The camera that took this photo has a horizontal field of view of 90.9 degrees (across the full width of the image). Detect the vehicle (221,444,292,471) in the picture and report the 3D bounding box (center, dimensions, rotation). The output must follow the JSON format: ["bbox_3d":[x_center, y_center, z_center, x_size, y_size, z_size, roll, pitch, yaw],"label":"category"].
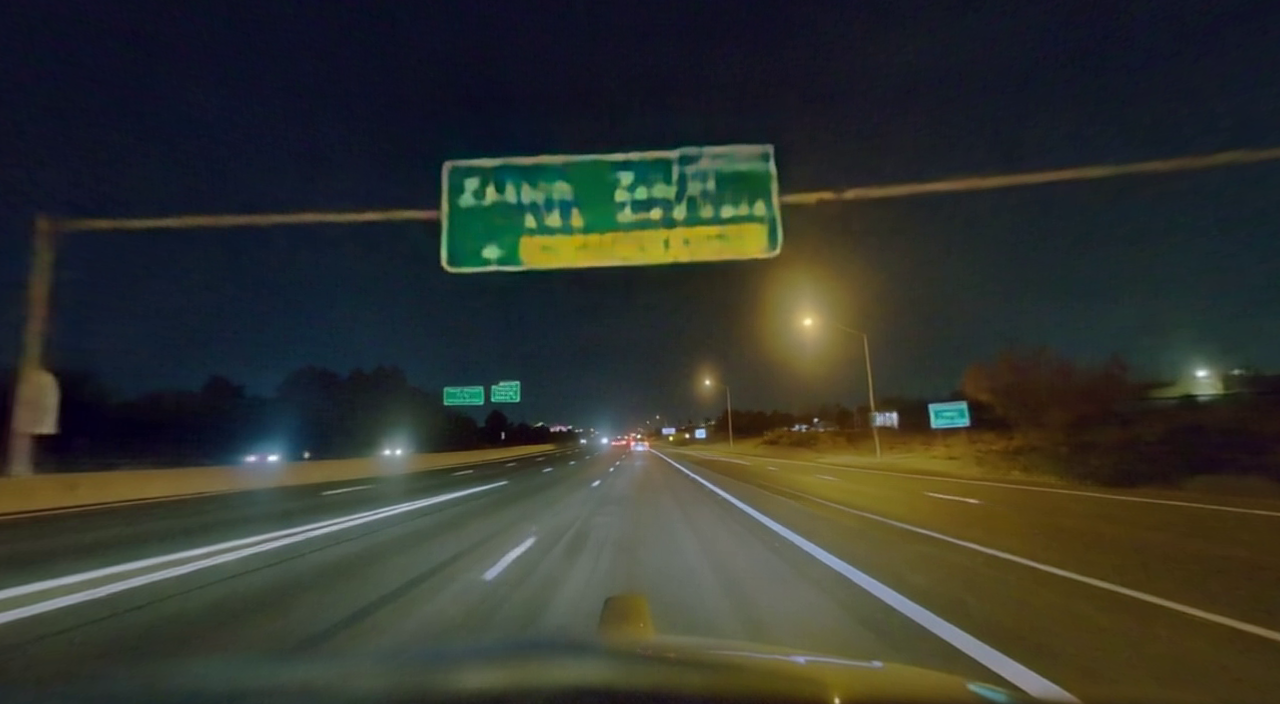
[{"bbox_3d":[-26.004,7.135,42.938,2.096,1.682,4.113,-1,-8,4],"label":"vehicle"}]
